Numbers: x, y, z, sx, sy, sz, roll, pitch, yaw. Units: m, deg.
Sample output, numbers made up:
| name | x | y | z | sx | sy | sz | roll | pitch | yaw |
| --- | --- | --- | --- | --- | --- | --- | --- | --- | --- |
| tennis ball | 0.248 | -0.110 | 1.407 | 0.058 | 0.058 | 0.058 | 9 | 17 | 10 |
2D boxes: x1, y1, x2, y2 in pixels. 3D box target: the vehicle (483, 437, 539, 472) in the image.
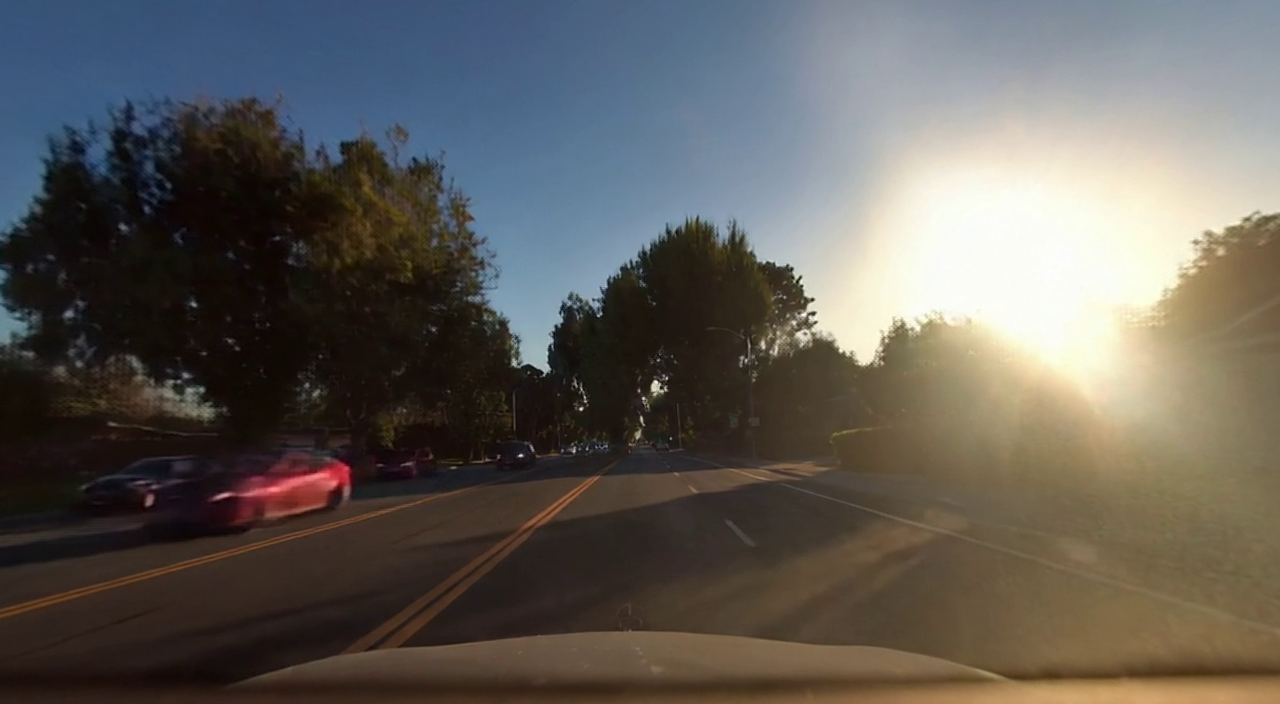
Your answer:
| name | x | y | z | sx | sy | sz | roll | pitch | yaw |
| --- | --- | --- | --- | --- | --- | --- | --- | --- | --- |
| vehicle | -6.865 | 5.521 | 33.964 | 2.000 | 1.738 | 4.251 | 0 | -9 | 2 |

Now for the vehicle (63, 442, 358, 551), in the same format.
| name | x | y | z | sx | sy | sz | roll | pitch | yaw |
| --- | --- | --- | --- | --- | --- | --- | --- | --- | --- |
| vehicle | -6.921 | 2.328 | 10.910 | 1.975 | 1.481 | 4.318 | 0 | -9 | 1 |

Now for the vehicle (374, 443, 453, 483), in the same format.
| name | x | y | z | sx | sy | sz | roll | pitch | yaw |
| --- | --- | --- | --- | --- | --- | --- | --- | --- | --- |
| vehicle | -10.341 | 5.070 | 29.097 | 2.006 | 1.672 | 4.314 | 0 | -9 | 0 |
